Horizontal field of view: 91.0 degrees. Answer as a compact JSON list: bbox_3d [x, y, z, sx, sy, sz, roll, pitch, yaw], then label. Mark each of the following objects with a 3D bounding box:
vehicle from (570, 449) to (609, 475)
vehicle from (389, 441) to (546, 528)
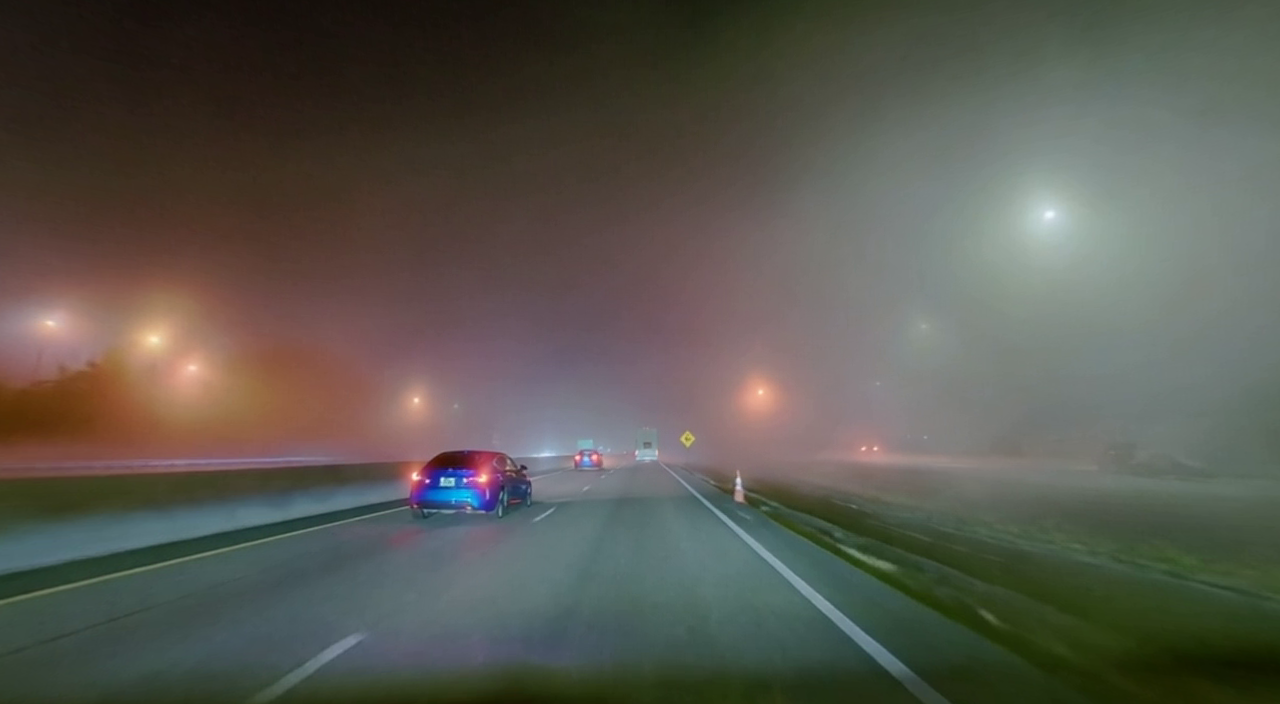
[{"bbox_3d":[-3.005,6.664,38.281,1.965,1.459,4.145,0,-9,0],"label":"vehicle"},{"bbox_3d":[-3.394,2.702,13.492,2.012,1.510,4.672,0,-9,0],"label":"vehicle"}]
